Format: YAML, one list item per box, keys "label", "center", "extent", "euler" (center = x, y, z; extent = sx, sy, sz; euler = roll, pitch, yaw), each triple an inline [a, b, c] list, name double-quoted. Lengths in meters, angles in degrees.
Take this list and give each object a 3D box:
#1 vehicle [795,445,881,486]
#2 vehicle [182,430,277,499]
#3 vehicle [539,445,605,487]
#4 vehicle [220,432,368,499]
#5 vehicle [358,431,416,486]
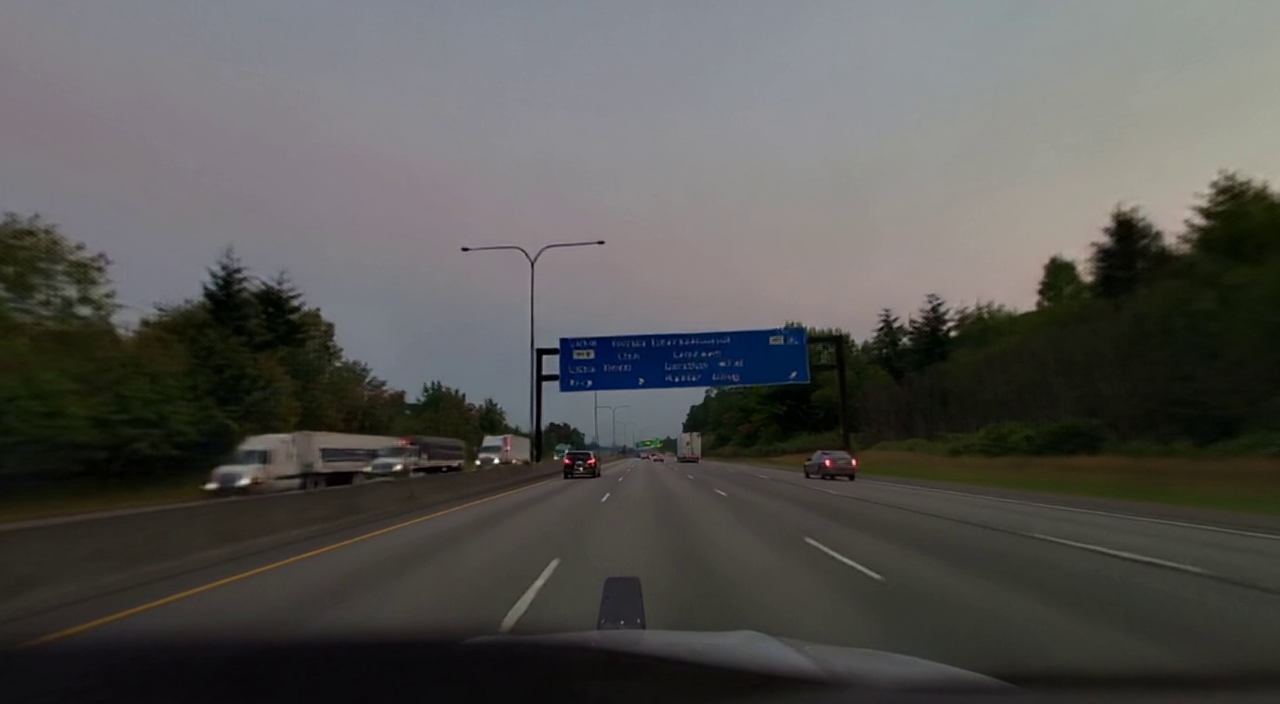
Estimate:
- label: "vehicle"
  center: [7.795, 4.505, 25.312]
  extent: [1.943, 1.493, 4.507]
  euler: [0, -9, -1]
- label: "vehicle"
  center: [-22.470, 6.147, 34.694]
  extent: [2.913, 3.587, 3.098]
  euler: [0, -9, 0]
- label: "vehicle"
  center: [-2.669, 4.625, 25.863]
  extent: [2.191, 1.563, 4.318]
  euler: [0, -9, 1]
- label: "vehicle"
  center: [-22.498, 7.456, 42.333]
  extent: [2.772, 3.782, 12.488]
  euler: [0, -9, 0]
- label: "vehicle"
  center: [-18.585, 7.822, 46.428]
  extent: [2.772, 3.823, 3.192]
  euler: [0, -9, 0]
